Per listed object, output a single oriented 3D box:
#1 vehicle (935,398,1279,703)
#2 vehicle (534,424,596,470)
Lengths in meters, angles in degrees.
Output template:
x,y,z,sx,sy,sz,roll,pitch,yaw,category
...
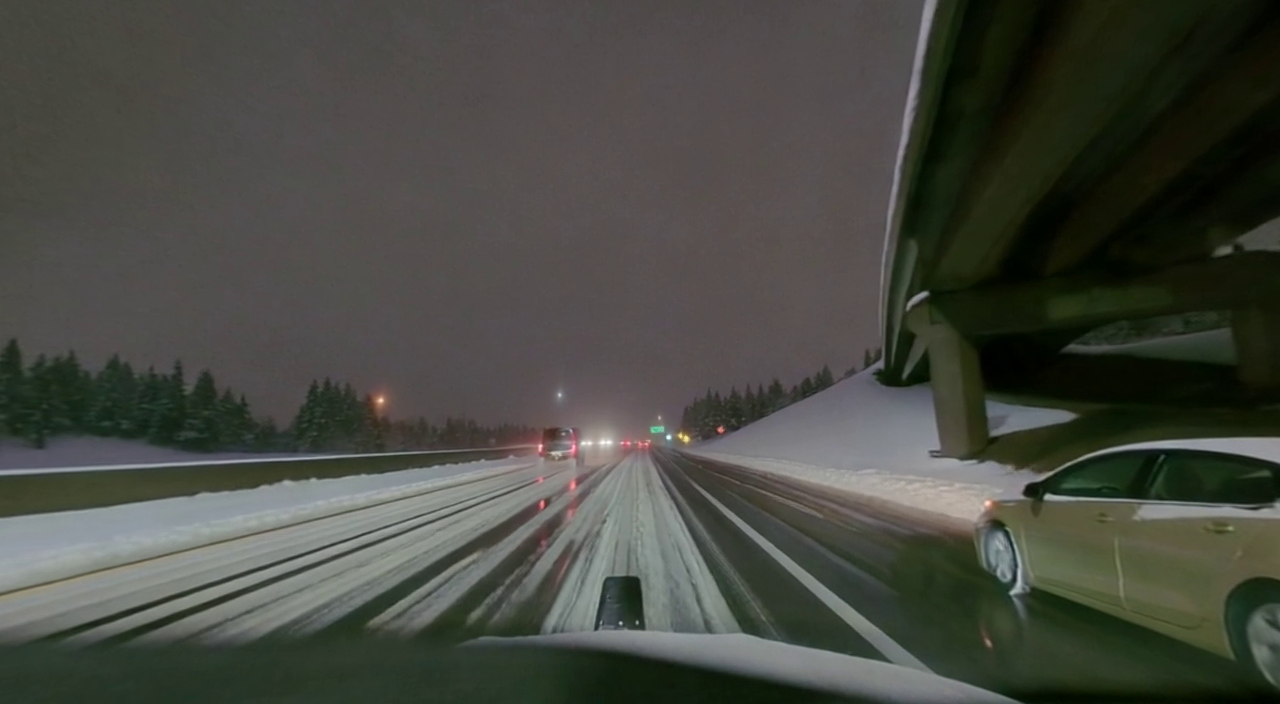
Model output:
x,y,z,sx,sy,sz,roll,pitch,yaw,category
3.600,1.034,2.986,2.047,1.532,4.884,0,-9,0,vehicle
-3.929,5.154,34.116,2.496,2.203,6.317,0,-9,1,vehicle
